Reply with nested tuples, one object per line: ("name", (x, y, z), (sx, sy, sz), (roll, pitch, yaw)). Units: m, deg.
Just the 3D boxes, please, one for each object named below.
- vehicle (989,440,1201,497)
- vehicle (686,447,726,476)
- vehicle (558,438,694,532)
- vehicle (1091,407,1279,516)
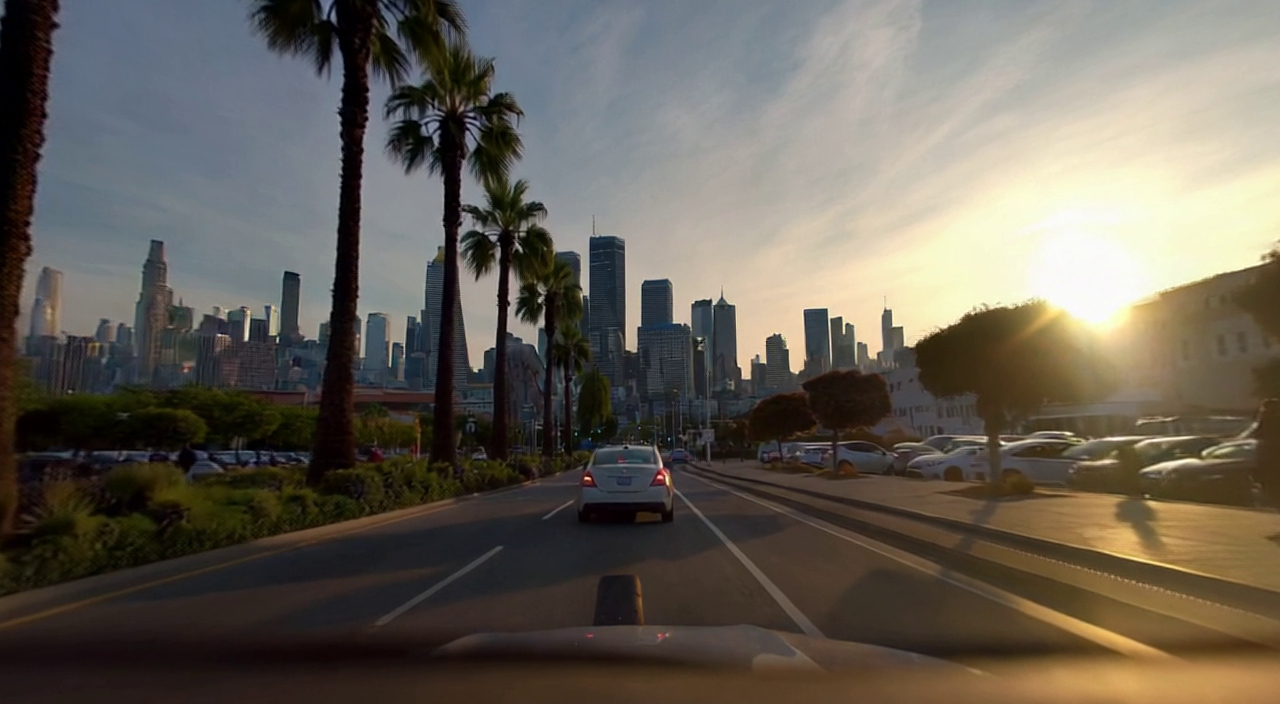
("vehicle", (12.835, 3.287, 17.996), (4.363, 1.488, 2.248), (1, -9, -4))
("vehicle", (4.303, 7.172, 41.693), (2.136, 1.774, 4.778), (0, -9, 0))
("vehicle", (-0.222, 2.495, 12.390), (2.235, 1.528, 3.876), (0, -9, 0))
("vehicle", (12.919, 2.144, 12.904), (5.301, 1.962, 2.431), (-3, -8, 4))
